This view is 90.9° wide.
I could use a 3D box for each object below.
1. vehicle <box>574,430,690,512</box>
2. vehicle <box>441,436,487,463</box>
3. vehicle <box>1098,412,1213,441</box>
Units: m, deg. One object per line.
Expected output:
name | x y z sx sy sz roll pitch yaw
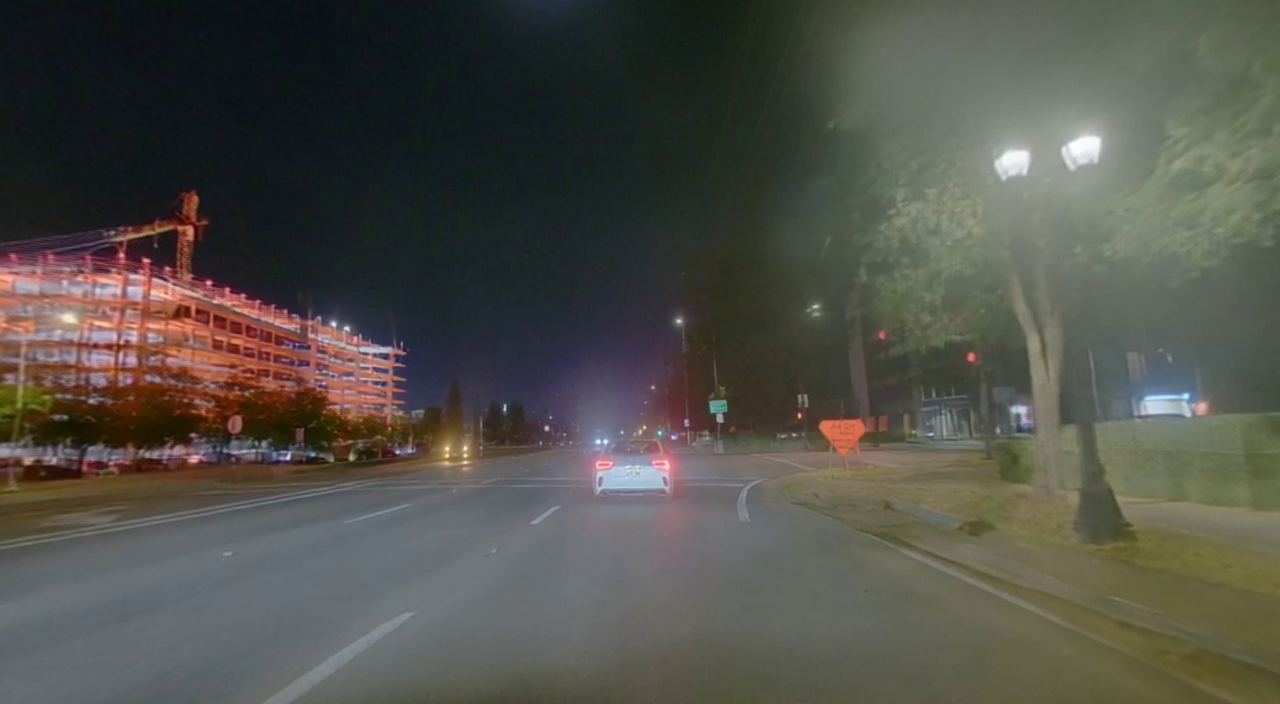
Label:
vehicle | -0.143 2.489 13.618 2.112 1.482 4.076 0 -8 0
vehicle | -10.369 5.702 36.916 2.072 1.465 4.394 3 -9 -22
vehicle | 27.809 4.077 34.117 4.455 1.494 1.926 0 -9 1
